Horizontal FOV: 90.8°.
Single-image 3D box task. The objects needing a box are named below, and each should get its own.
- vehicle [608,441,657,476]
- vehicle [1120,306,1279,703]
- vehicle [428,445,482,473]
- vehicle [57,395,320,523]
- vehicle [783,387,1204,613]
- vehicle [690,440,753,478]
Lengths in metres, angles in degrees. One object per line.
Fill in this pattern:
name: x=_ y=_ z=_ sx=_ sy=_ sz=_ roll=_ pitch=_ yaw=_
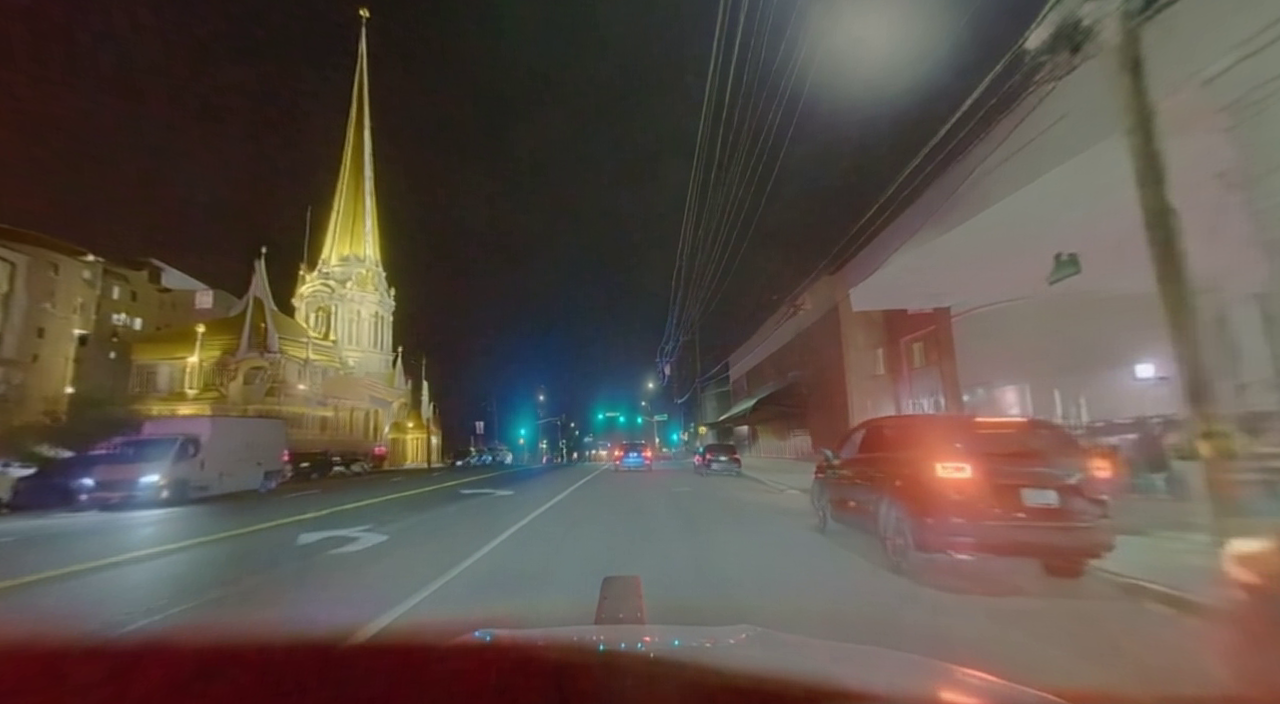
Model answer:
vehicle: x=-0.353 y=4.873 z=29.114 sx=2.049 sy=1.453 sz=4.299 roll=0 pitch=-8 yaw=-1
vehicle: x=3.633 y=0.548 z=1.050 sx=2.140 sy=1.890 sz=4.402 roll=0 pitch=-9 yaw=0
vehicle: x=-12.592 y=7.285 z=43.351 sx=2.071 sy=1.814 sz=5.185 roll=0 pitch=-9 yaw=1
vehicle: x=-12.123 y=2.947 z=17.932 sx=2.961 sy=2.739 sz=6.276 roll=-4 pitch=-8 yaw=-1
vehicle: x=3.616 y=1.643 z=8.180 sx=2.204 sy=1.845 sz=5.597 roll=1 pitch=-8 yaw=0
vehicle: x=3.520 y=4.738 z=28.180 sx=1.944 sy=1.530 sz=4.539 roll=0 pitch=-9 yaw=-4
